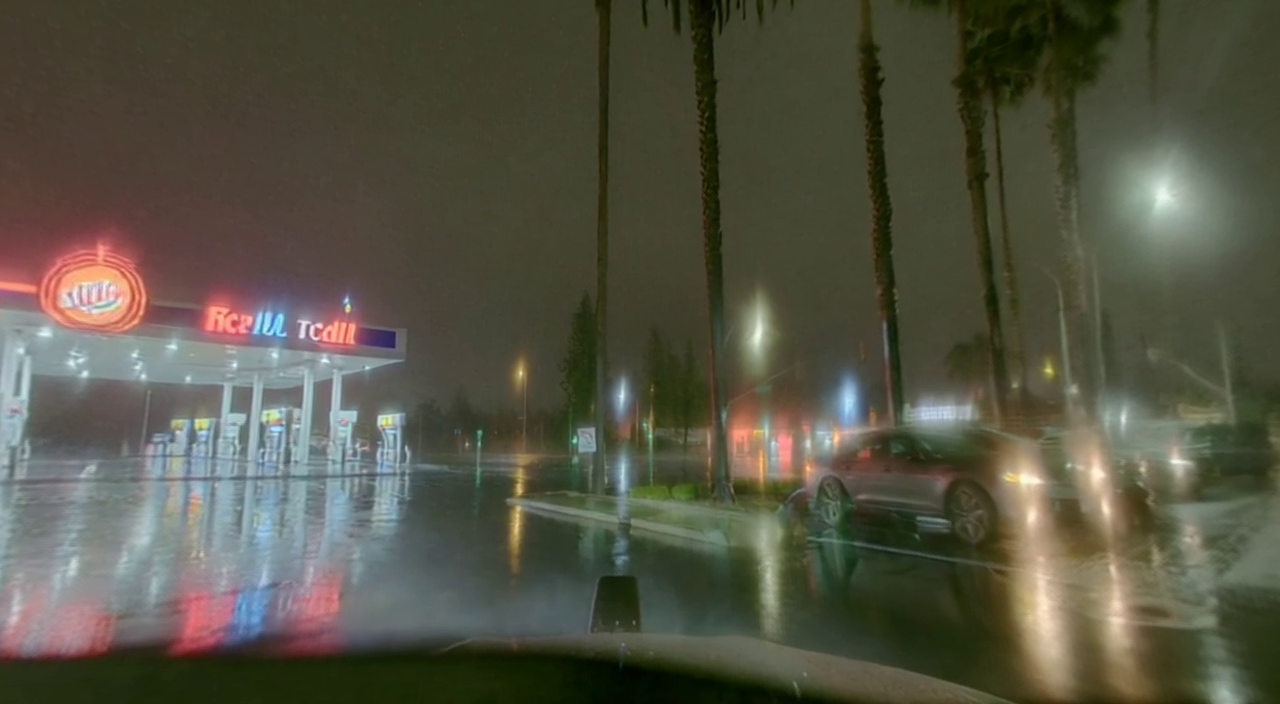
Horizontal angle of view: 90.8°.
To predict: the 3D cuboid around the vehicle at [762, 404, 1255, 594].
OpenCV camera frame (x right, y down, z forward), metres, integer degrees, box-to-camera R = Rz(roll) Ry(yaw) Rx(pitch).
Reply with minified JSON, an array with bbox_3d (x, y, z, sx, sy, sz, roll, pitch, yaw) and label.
[{"bbox_3d":[3.801,1.529,7.481,1.937,1.490,4.564,6,-10,-34],"label":"vehicle"}]
